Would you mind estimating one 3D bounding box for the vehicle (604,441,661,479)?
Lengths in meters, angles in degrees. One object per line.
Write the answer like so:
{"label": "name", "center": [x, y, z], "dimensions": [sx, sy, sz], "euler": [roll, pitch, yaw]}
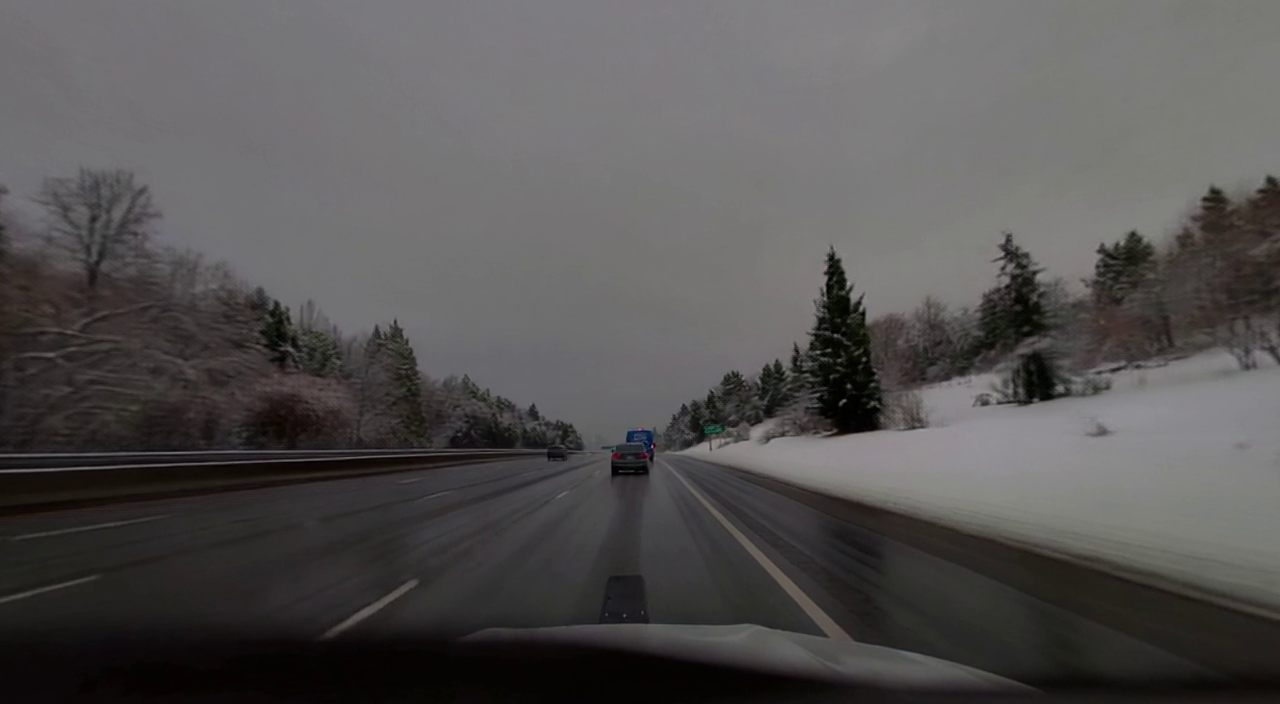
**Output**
{"label": "vehicle", "center": [-0.250, 4.544, 26.741], "dimensions": [2.238, 1.479, 3.672], "euler": [0, -9, 1]}
